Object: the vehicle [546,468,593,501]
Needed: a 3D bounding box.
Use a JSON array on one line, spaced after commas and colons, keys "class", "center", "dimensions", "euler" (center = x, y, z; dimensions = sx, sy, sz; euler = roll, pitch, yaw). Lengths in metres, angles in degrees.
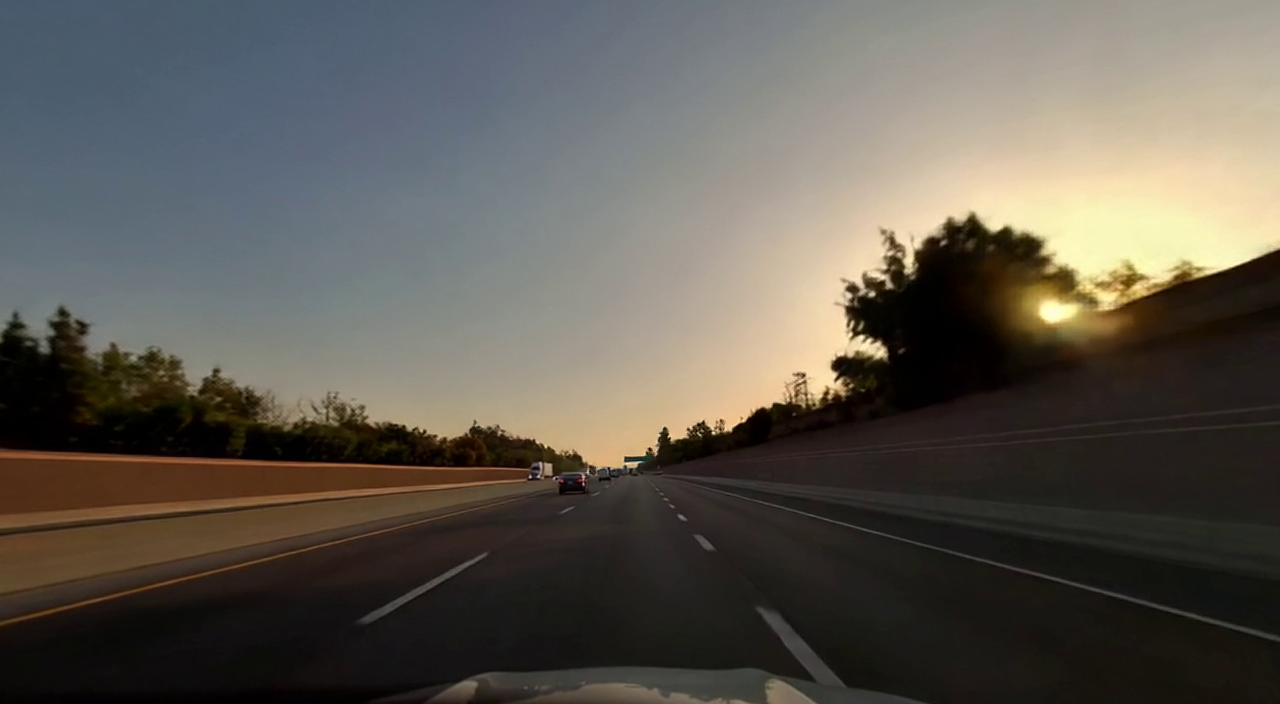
[{"class": "vehicle", "center": [-3.429, 6.533, 31.290], "dimensions": [1.863, 1.486, 3.852], "euler": [1, -10, 0]}]
